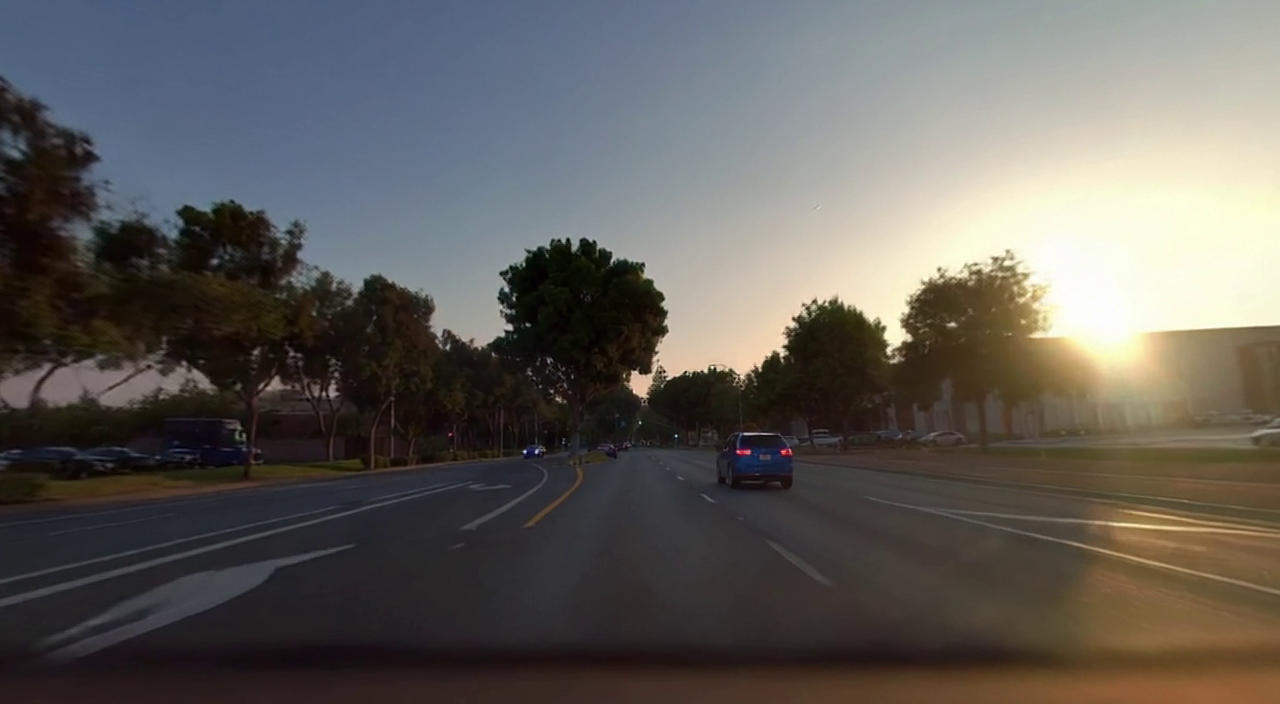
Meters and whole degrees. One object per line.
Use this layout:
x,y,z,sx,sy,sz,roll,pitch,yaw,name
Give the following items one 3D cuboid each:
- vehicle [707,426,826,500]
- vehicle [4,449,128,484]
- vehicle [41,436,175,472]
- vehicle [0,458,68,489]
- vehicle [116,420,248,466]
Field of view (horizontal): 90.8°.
3.126,2.860,16.641,2.060,1.665,4.284,0,-8,-2,vehicle
-30.101,5.973,33.241,4.399,1.729,2.076,0,-8,0,vehicle
-30.257,5.839,36.076,5.496,1.884,2.189,1,-9,-1,vehicle
-30.547,5.848,30.468,3.925,1.375,1.961,0,-8,0,vehicle
-33.793,6.785,46.842,7.388,3.256,2.750,0,-9,-2,vehicle
